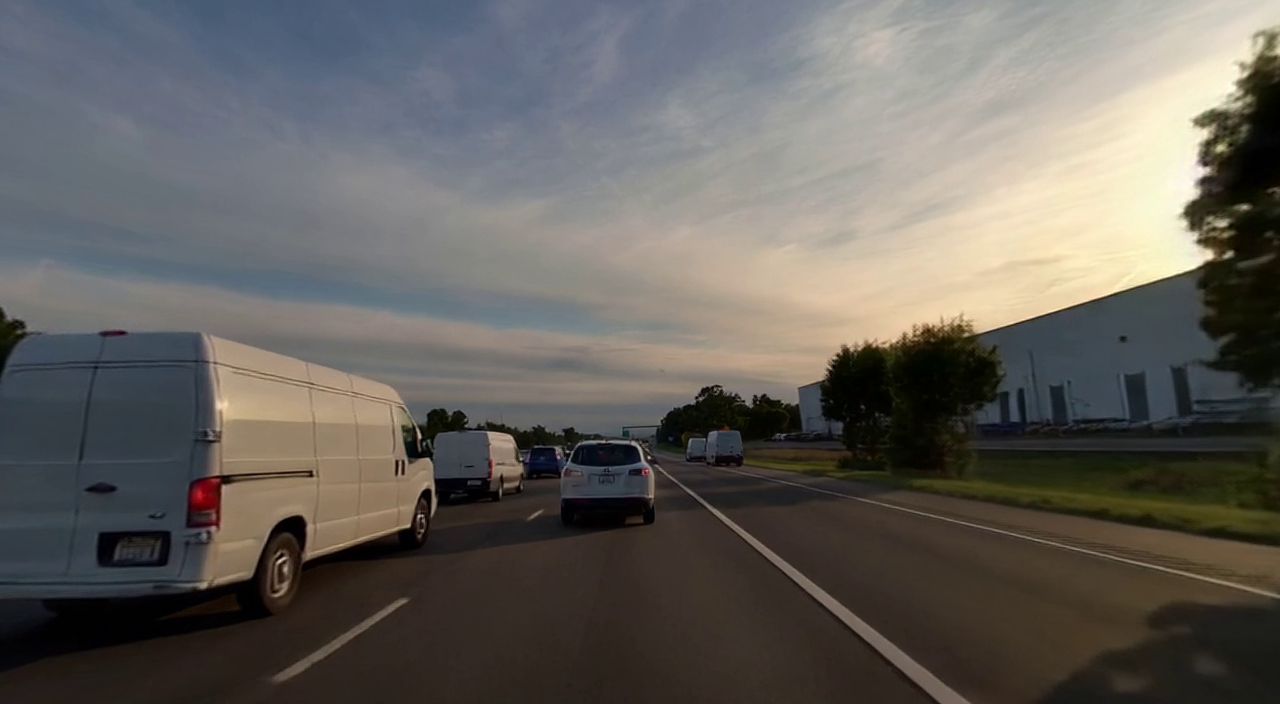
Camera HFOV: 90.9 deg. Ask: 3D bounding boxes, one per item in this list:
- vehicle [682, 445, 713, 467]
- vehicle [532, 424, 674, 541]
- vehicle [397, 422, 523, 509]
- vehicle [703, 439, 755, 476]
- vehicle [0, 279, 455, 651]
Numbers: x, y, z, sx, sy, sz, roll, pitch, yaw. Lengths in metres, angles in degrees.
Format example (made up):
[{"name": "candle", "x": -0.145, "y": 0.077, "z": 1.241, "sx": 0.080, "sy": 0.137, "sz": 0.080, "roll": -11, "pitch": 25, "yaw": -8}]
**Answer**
[{"name": "vehicle", "x": 4.226, "y": 7.719, "z": 46.801, "sx": 1.874, "sy": 1.512, "sz": 3.723, "roll": 0, "pitch": -9, "yaw": -1}, {"name": "vehicle", "x": -0.567, "y": 2.215, "z": 11.237, "sx": 2.093, "sy": 1.695, "sz": 3.782, "roll": 0, "pitch": -9, "yaw": -1}, {"name": "vehicle", "x": -4.569, "y": 2.966, "z": 16.824, "sx": 2.043, "sy": 1.987, "sz": 4.486, "roll": 0, "pitch": -9, "yaw": 0}, {"name": "vehicle", "x": 4.398, "y": 5.296, "z": 31.778, "sx": 2.003, "sy": 1.754, "sz": 4.134, "roll": 0, "pitch": -9, "yaw": -1}, {"name": "vehicle", "x": -4.493, "y": 1.279, "z": 7.890, "sx": 2.248, "sy": 2.626, "sz": 6.837, "roll": 0, "pitch": -9, "yaw": 0}]
